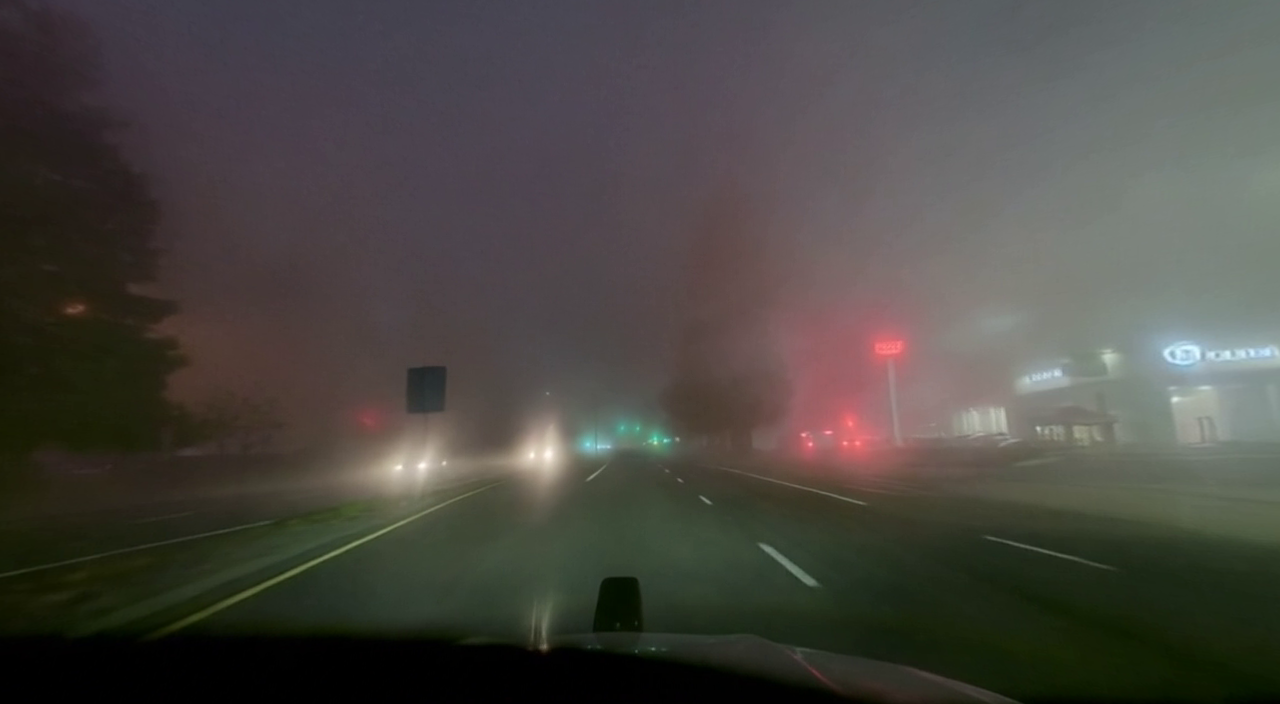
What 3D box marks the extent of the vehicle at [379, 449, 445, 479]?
[{"bbox_3d":[-12.269,6.026,34.147,1.921,1.490,4.242,0,-9,0],"label":"vehicle"}]
